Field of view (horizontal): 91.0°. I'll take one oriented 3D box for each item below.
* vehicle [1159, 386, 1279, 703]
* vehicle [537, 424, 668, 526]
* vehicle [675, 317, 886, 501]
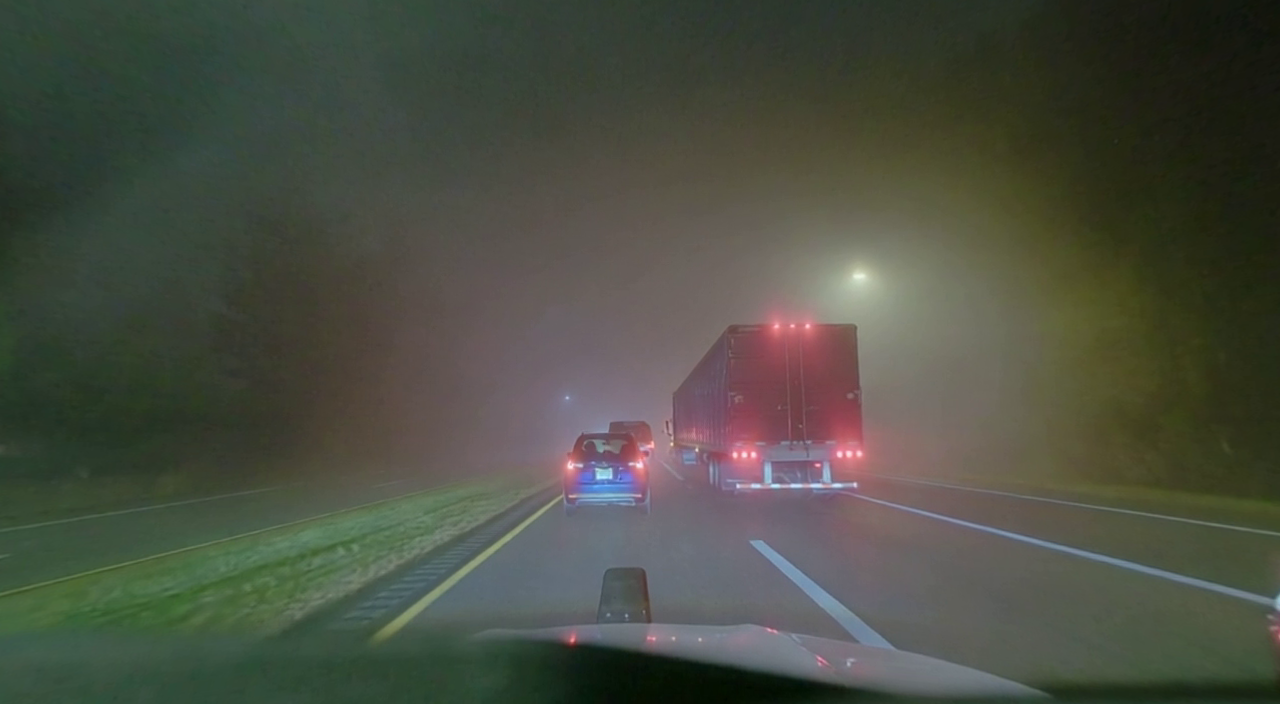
[{"bbox_3d":[3.545,0.632,0.680,1.960,1.515,4.713,0,-8,0],"label":"vehicle"},{"bbox_3d":[-0.596,2.189,11.750,2.009,1.554,4.013,0,-8,0],"label":"vehicle"},{"bbox_3d":[3.693,2.494,22.960,3.591,4.290,16.696,0,-8,-1],"label":"vehicle"}]
